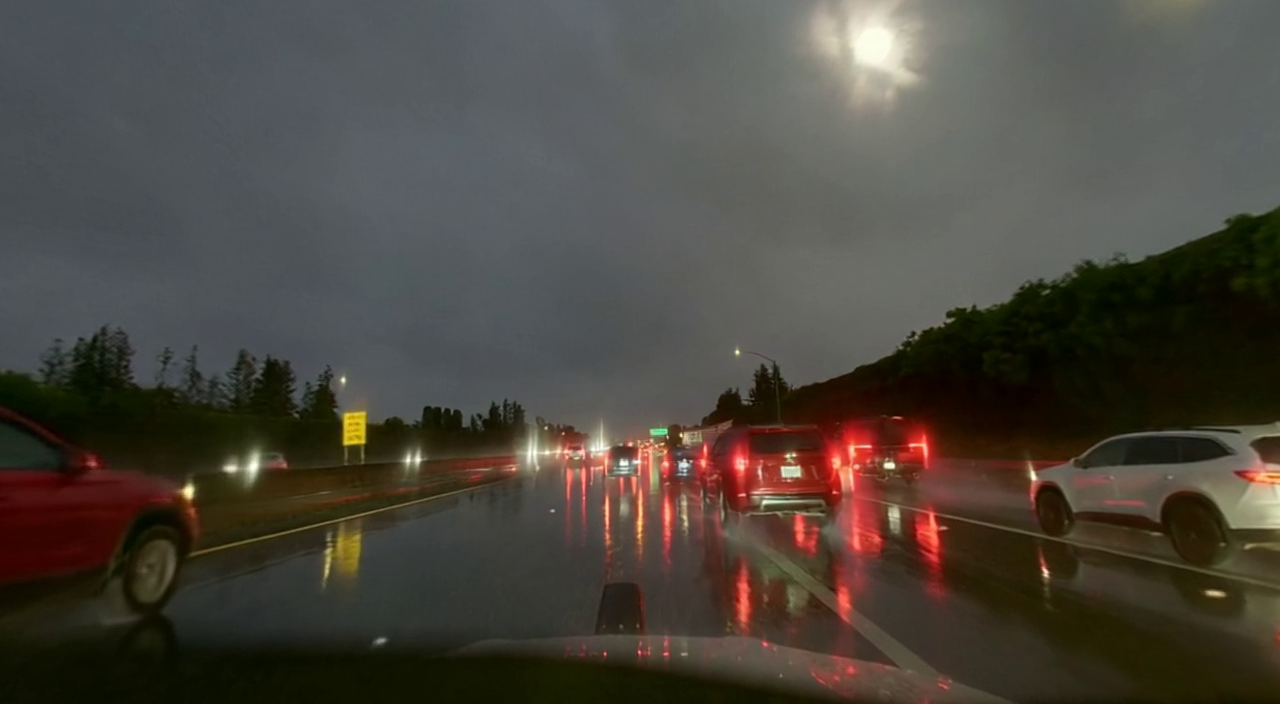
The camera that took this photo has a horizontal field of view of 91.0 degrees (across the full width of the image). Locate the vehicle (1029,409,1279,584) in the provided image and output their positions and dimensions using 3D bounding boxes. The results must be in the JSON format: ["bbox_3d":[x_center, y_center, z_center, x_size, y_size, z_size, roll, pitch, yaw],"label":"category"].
[{"bbox_3d":[7.089,1.616,7.535,1.972,1.647,4.429,0,-9,-1],"label":"vehicle"}]

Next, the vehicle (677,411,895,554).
[{"bbox_3d":[1.932,1.917,9.846,2.230,1.740,3.976,1,-9,-4],"label":"vehicle"}]

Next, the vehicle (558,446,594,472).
[{"bbox_3d":[-4.158,7.019,41.586,1.889,1.600,4.043,0,-9,1],"label":"vehicle"}]

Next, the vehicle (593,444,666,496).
[{"bbox_3d":[-0.283,3.781,20.556,2.157,1.495,4.038,0,-9,1],"label":"vehicle"}]

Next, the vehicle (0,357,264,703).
[{"bbox_3d":[-4.277,0.881,3.007,2.047,1.755,4.638,0,-9,0],"label":"vehicle"}]
